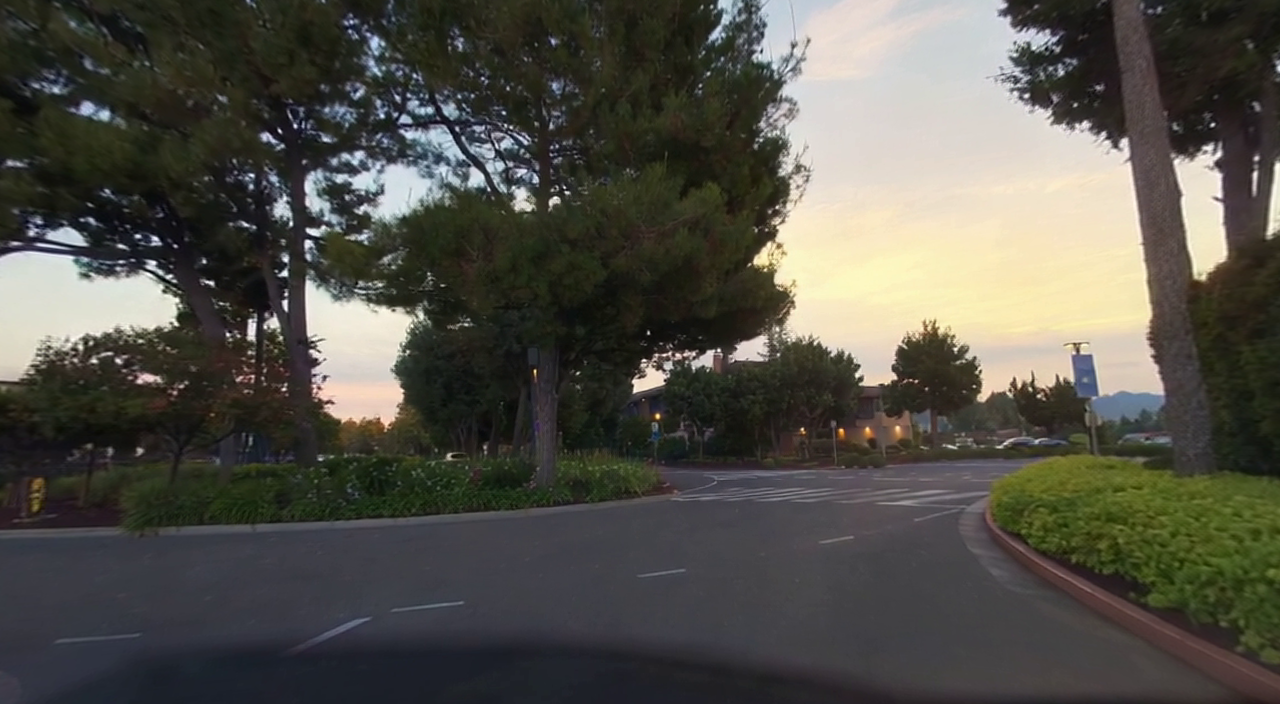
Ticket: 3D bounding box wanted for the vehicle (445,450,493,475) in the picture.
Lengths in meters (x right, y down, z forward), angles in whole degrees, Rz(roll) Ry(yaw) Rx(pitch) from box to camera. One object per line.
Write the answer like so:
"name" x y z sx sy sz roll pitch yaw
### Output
"vehicle" -12.714 8.151 46.806 2.019 1.672 4.490 5 -10 -35
